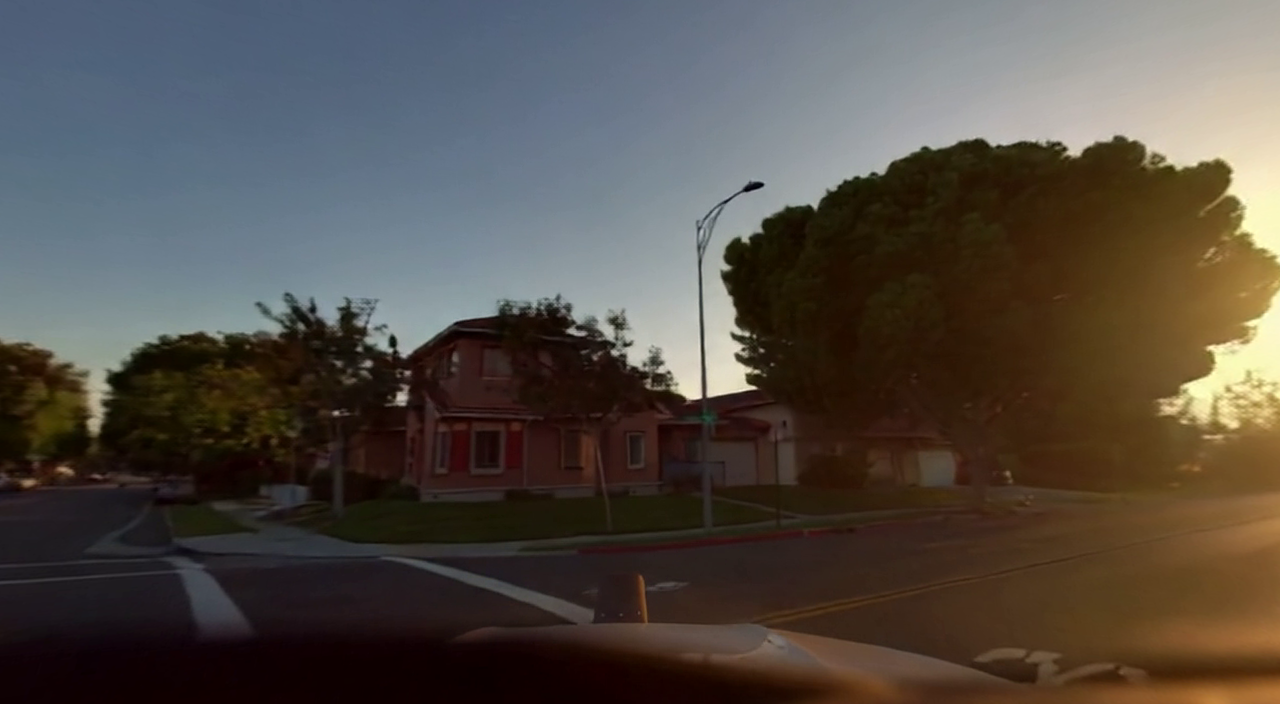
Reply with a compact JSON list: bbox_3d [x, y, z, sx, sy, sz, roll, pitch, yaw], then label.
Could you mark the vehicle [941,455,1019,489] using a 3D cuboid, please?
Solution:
[{"bbox_3d":[21.313,7.505,39.492,5.161,1.829,2.034,10,-14,-34],"label":"vehicle"}]
